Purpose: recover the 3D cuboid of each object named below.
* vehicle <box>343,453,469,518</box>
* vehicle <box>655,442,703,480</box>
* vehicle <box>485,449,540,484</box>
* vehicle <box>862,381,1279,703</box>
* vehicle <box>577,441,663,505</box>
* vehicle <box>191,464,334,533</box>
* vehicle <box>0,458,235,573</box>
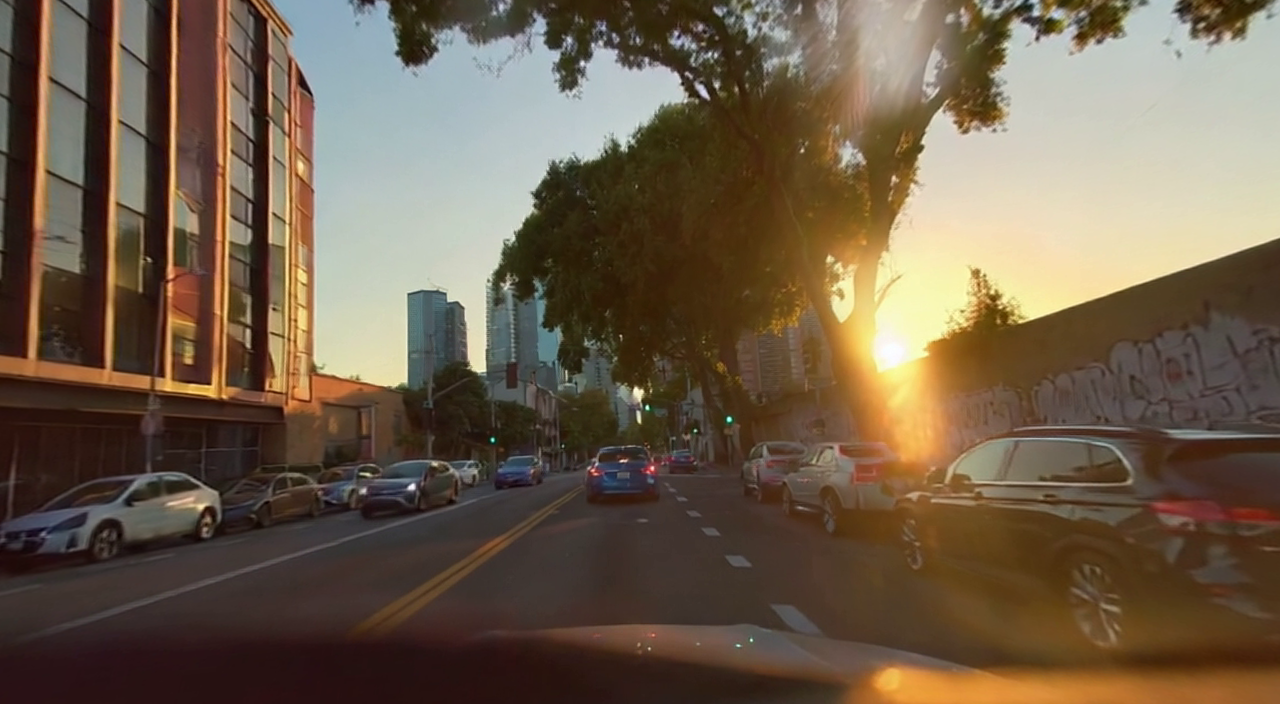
[{"bbox_3d":[-6.516,3.720,18.149,1.906,1.445,4.490,-4,-8,0],"label":"vehicle"},{"bbox_3d":[1.887,5.463,31.958,2.207,1.761,4.292,0,-8,1],"label":"vehicle"},{"bbox_3d":[-6.933,6.248,34.781,2.147,1.747,4.409,0,-8,-1],"label":"vehicle"},{"bbox_3d":[4.185,1.439,6.012,2.097,1.811,5.230,0,-8,-2],"label":"vehicle"},{"bbox_3d":[-0.528,3.393,18.243,2.166,1.579,4.300,0,-8,-1],"label":"vehicle"},{"bbox_3d":[-10.982,4.234,18.790,1.741,1.506,4.370,-4,-8,-3],"label":"vehicle"},{"bbox_3d":[-10.923,3.208,13.050,2.276,1.741,4.439,-4,-8,-1],"label":"vehicle"}]
